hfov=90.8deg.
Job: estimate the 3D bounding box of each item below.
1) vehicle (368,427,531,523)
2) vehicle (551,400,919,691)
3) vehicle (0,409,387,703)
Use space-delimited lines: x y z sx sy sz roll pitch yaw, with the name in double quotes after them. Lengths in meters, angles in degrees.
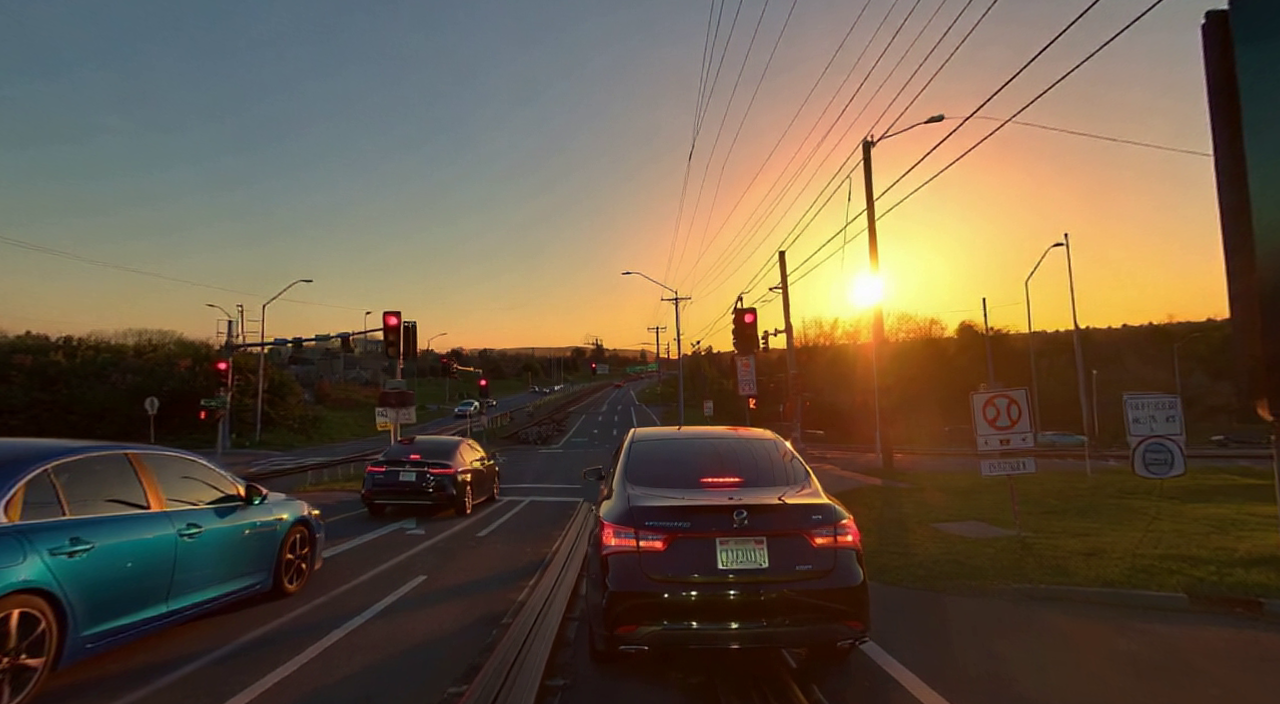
-3.364 2.256 12.072 1.984 1.505 4.047 0 -9 -2 "vehicle"
0.403 1.329 5.451 1.998 1.529 3.960 1 -9 -4 "vehicle"
-3.717 1.256 4.504 1.956 1.468 4.585 0 -9 -1 "vehicle"
